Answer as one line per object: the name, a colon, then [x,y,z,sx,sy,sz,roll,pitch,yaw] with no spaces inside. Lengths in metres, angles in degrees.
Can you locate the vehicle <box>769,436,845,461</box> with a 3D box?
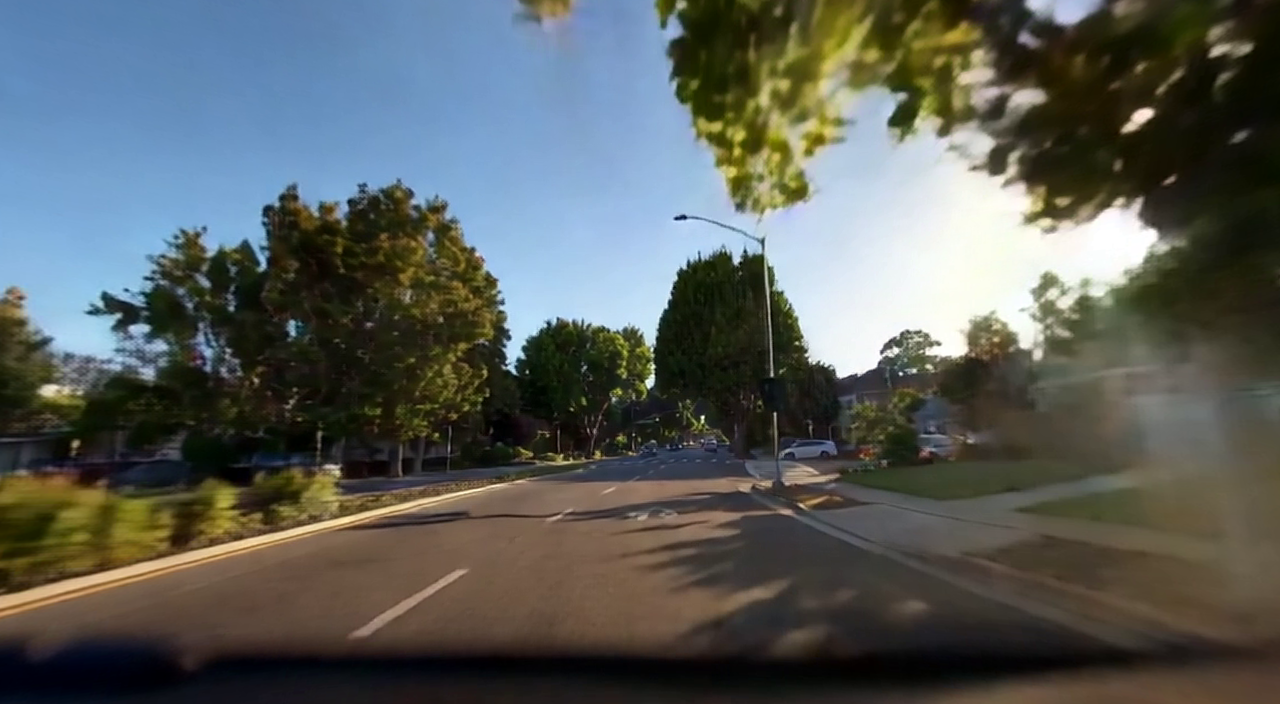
vehicle: [12.024,6.946,45.551,4.906,1.729,2.414,-4,-9,24]

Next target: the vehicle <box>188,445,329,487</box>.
vehicle: [-20.397,6.079,34.060,5.938,2.098,2.333,1,-9,-10]

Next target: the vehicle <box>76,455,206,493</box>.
vehicle: [-26.006,6.342,33.117,4.861,1.784,1.947,1,-9,-10]
